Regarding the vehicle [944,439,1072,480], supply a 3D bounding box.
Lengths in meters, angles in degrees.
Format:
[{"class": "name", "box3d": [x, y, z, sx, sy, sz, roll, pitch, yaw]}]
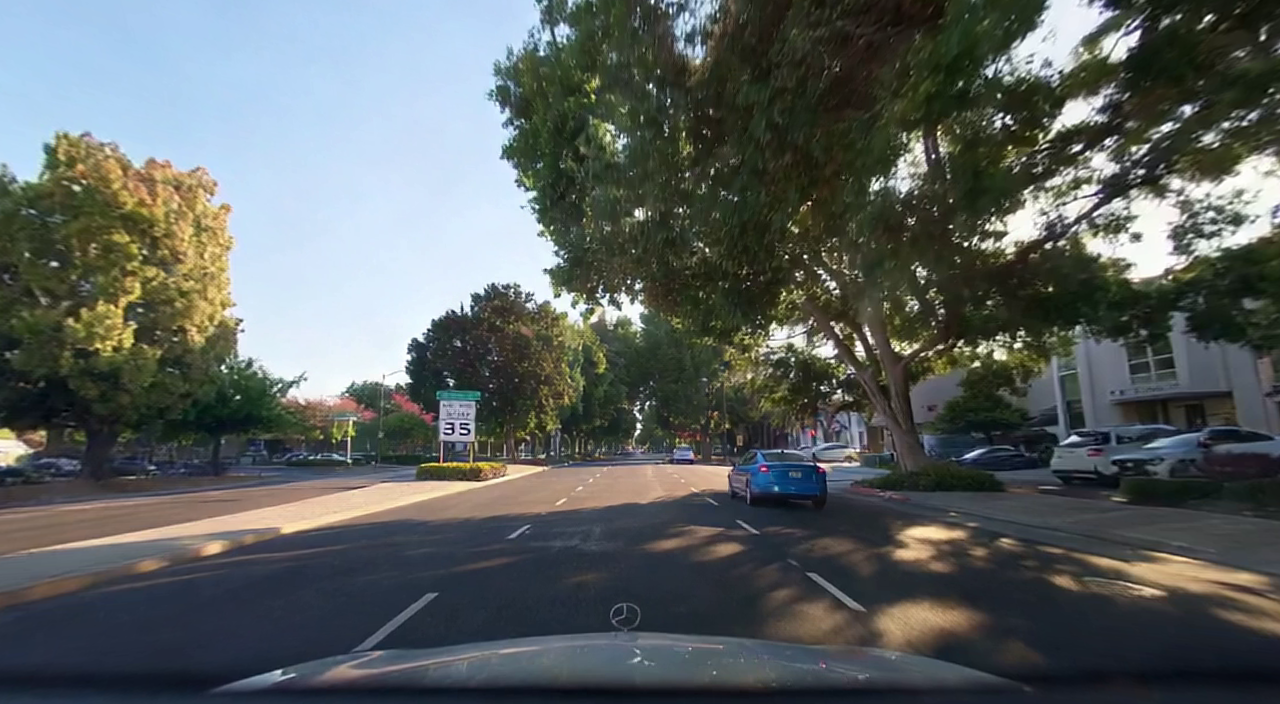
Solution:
[{"class": "vehicle", "box3d": [15.398, 4.502, 26.618, 4.112, 1.642, 2.055, 0, -8, -2]}]

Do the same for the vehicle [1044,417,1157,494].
[{"class": "vehicle", "box3d": [14.959, 3.371, 20.898, 2.359, 2.154, 5.815, -5, -10, 31]}]

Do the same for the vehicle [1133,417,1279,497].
[{"class": "vehicle", "box3d": [17.619, 3.268, 20.002, 2.352, 2.140, 5.254, -5, -10, 30]}]

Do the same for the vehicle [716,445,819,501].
[{"class": "vehicle", "box3d": [3.711, 3.585, 19.281, 2.033, 1.482, 4.571, 0, -8, -2]}]

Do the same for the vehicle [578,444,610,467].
[{"class": "vehicle", "box3d": [-3.550, 8.109, 49.605, 2.184, 1.698, 4.324, 0, -8, 0]}]
